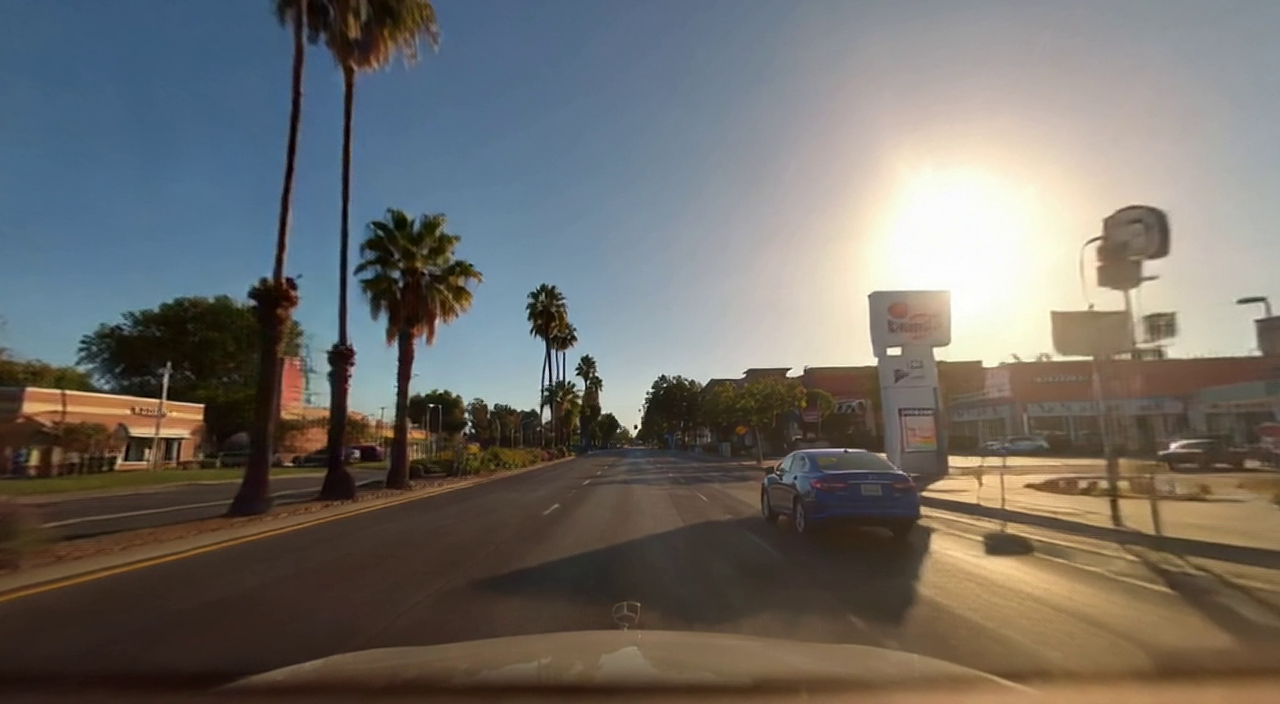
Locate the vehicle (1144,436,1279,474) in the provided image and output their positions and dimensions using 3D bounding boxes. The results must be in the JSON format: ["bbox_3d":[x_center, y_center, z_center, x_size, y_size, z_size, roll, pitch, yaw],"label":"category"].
[{"bbox_3d":[32.244,5.821,35.706,5.339,1.812,2.175,-3,-9,3],"label":"vehicle"}]

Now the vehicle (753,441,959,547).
[{"bbox_3d":[3.394,2.294,10.979,1.978,1.442,4.262,0,-8,-2],"label":"vehicle"}]
